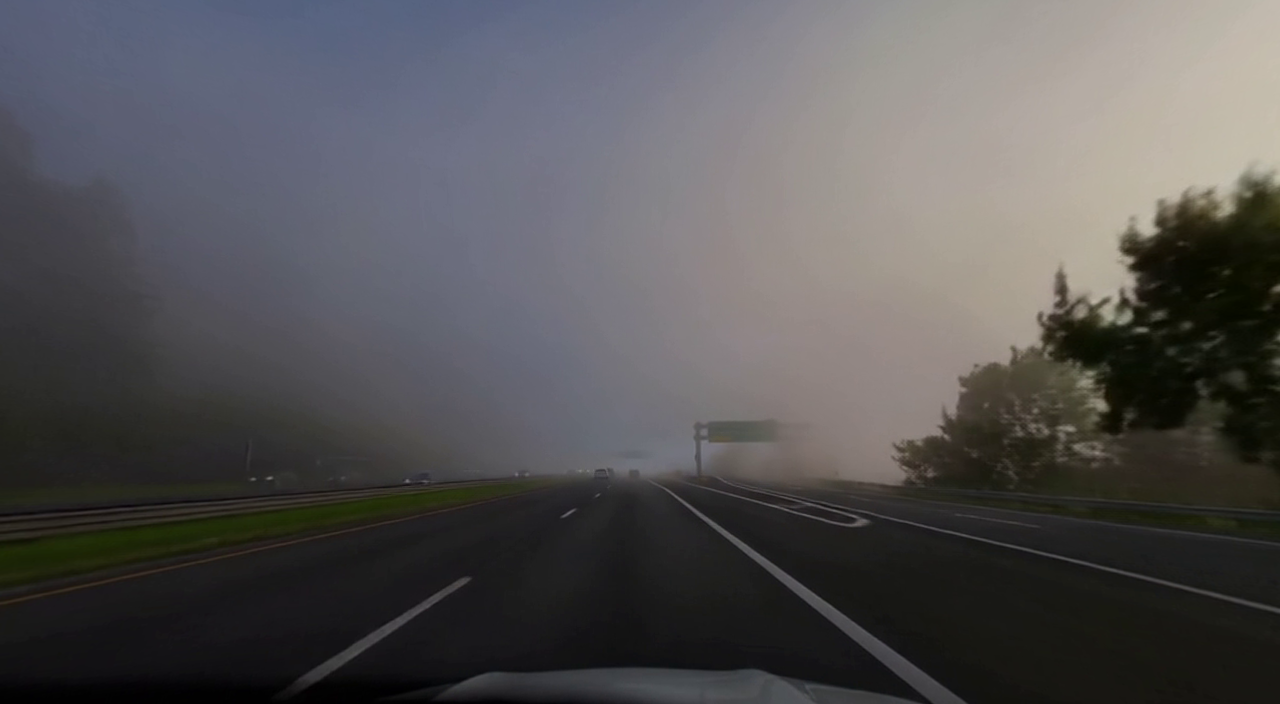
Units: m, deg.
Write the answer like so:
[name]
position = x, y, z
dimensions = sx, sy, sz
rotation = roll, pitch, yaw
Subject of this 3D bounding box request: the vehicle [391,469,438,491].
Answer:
[vehicle]
position = -16.548, 9.403, 46.436
dimensions = 1.791, 1.452, 4.326
rotation = 1, -11, 0
